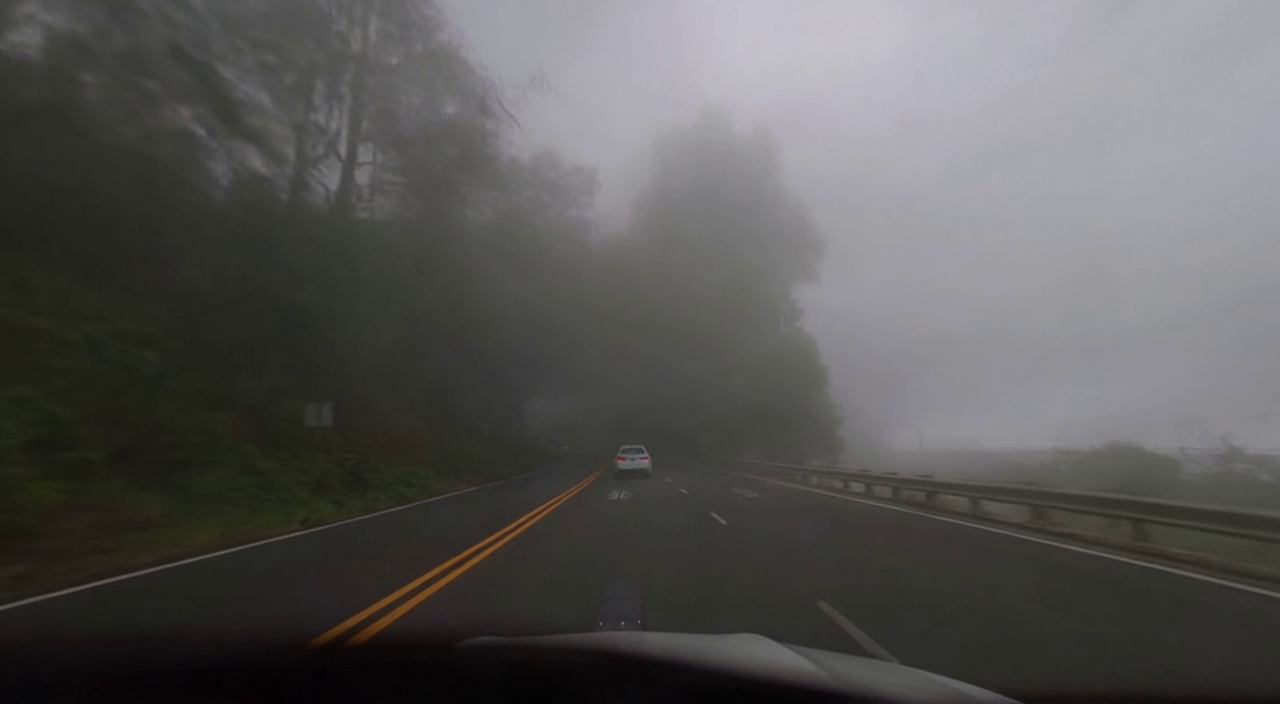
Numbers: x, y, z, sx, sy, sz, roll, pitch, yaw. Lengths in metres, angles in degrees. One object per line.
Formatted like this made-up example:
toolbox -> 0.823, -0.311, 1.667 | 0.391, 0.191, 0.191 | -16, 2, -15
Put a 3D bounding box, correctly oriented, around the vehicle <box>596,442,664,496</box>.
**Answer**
vehicle -> -0.357, 3.842, 20.966 | 2.037, 1.601, 3.643 | 0, -9, -2
